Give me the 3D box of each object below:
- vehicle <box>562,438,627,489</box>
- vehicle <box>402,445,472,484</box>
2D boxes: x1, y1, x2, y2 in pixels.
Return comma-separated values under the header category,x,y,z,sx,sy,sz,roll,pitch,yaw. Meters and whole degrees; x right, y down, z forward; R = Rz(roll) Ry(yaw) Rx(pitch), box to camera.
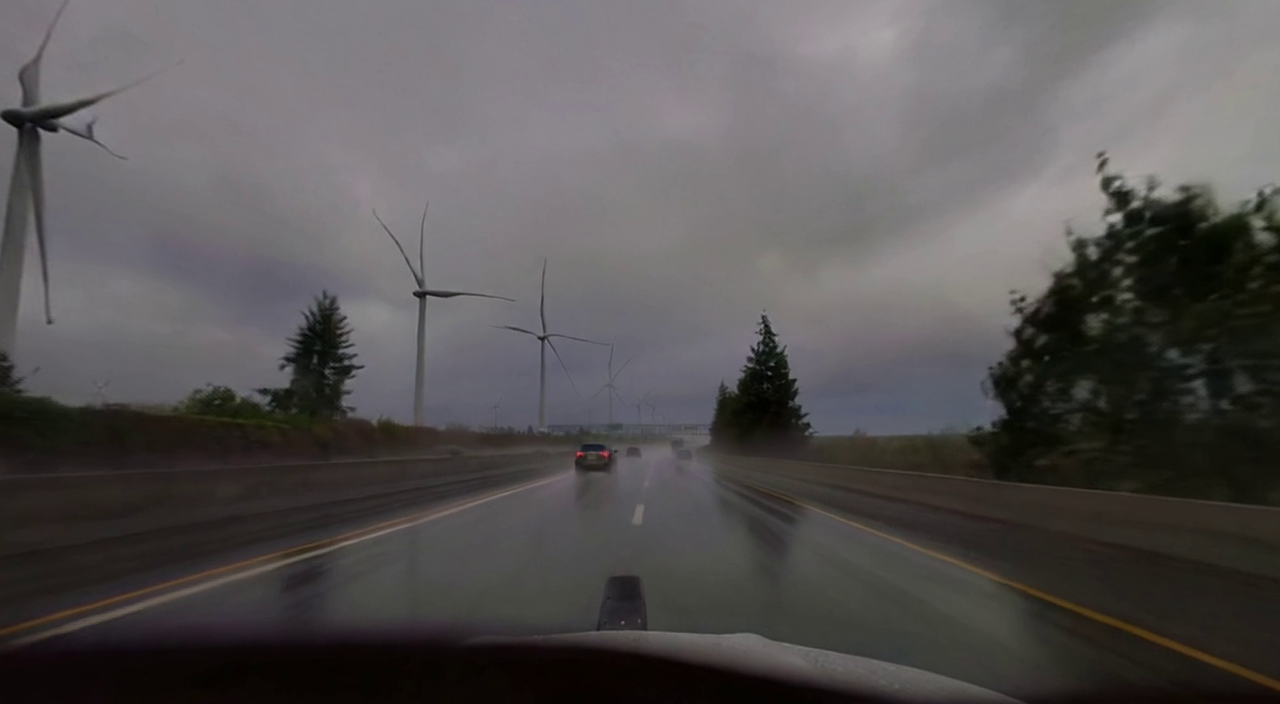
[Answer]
category,x,y,z,sx,sy,sz,roll,pitch,yaw
vehicle,-1.623,4.177,23.871,2.038,1.723,4.150,-1,-9,1
vehicle,-10.145,5.643,31.933,1.951,1.791,4.509,-1,-9,1
